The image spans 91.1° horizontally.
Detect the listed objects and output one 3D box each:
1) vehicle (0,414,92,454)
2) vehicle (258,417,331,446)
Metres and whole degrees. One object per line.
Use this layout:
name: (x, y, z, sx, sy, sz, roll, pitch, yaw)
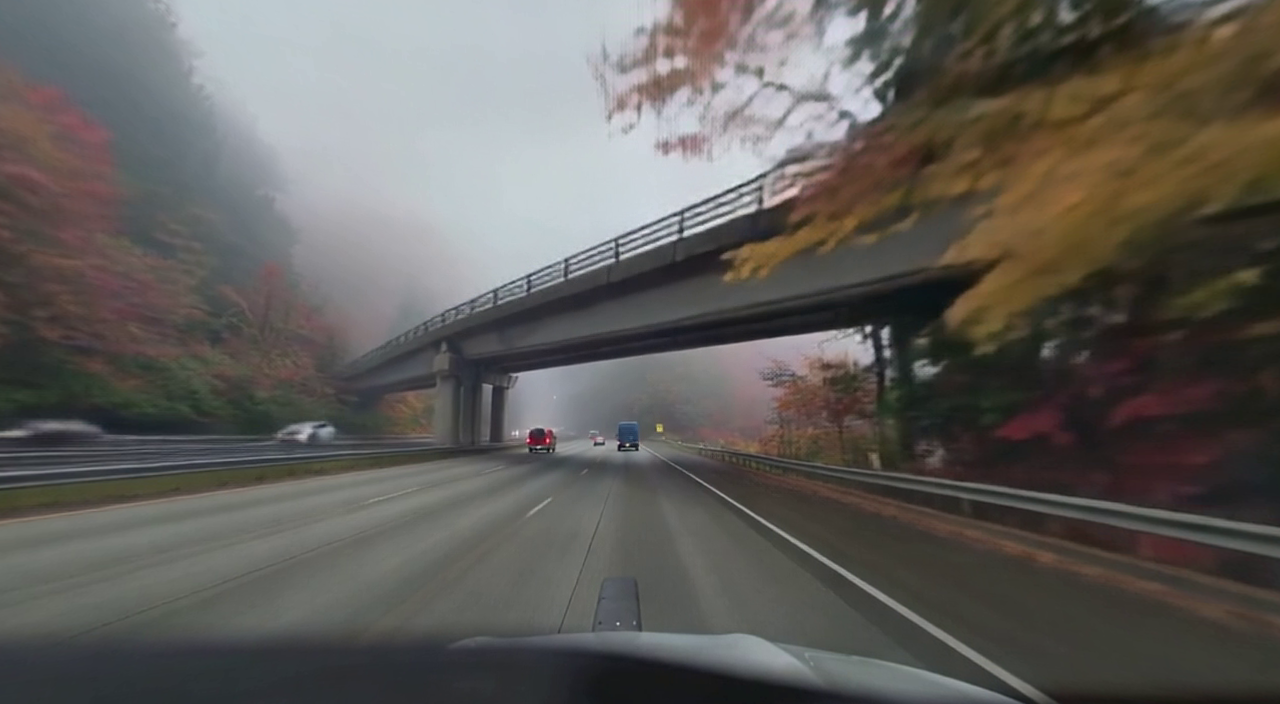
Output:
vehicle: (-24.689, 3.281, 25.130, 1.905, 1.494, 4.019, 0, -8, -1)
vehicle: (-21.076, 4.887, 38.564, 2.071, 1.706, 4.159, 0, -8, 0)
